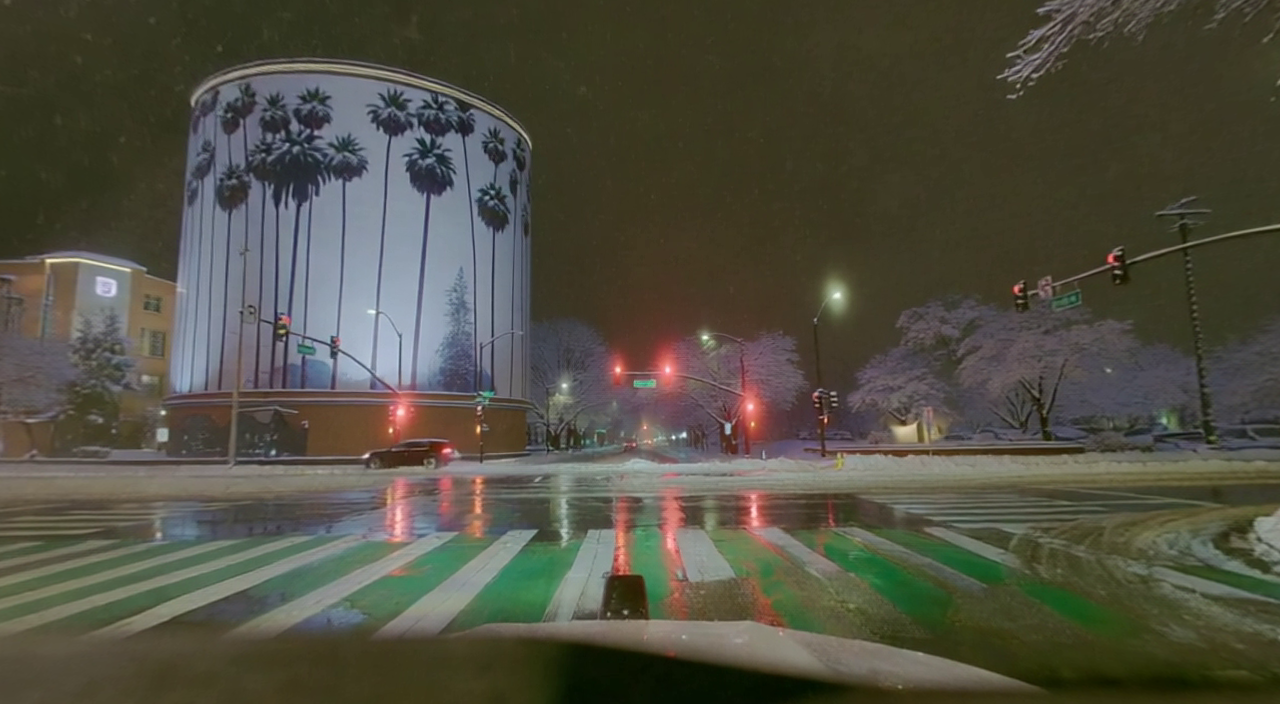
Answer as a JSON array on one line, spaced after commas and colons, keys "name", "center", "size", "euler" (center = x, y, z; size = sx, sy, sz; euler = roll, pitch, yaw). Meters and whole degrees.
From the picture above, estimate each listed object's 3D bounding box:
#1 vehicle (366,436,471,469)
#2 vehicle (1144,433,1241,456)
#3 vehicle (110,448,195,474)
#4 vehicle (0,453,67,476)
[{"name": "vehicle", "center": [-13.114, 5.962, 37.569], "size": [5.477, 1.880, 2.125], "euler": [0, -8, 1]}, {"name": "vehicle", "center": [36.129, 6.040, 41.269], "size": [4.606, 1.449, 1.687], "euler": [0, -8, 2]}, {"name": "vehicle", "center": [-33.042, 7.400, 42.774], "size": [4.136, 1.661, 1.857], "euler": [0, -8, 1]}, {"name": "vehicle", "center": [-41.631, 7.608, 42.796], "size": [3.698, 1.508, 1.779], "euler": [0, -8, 1]}]
